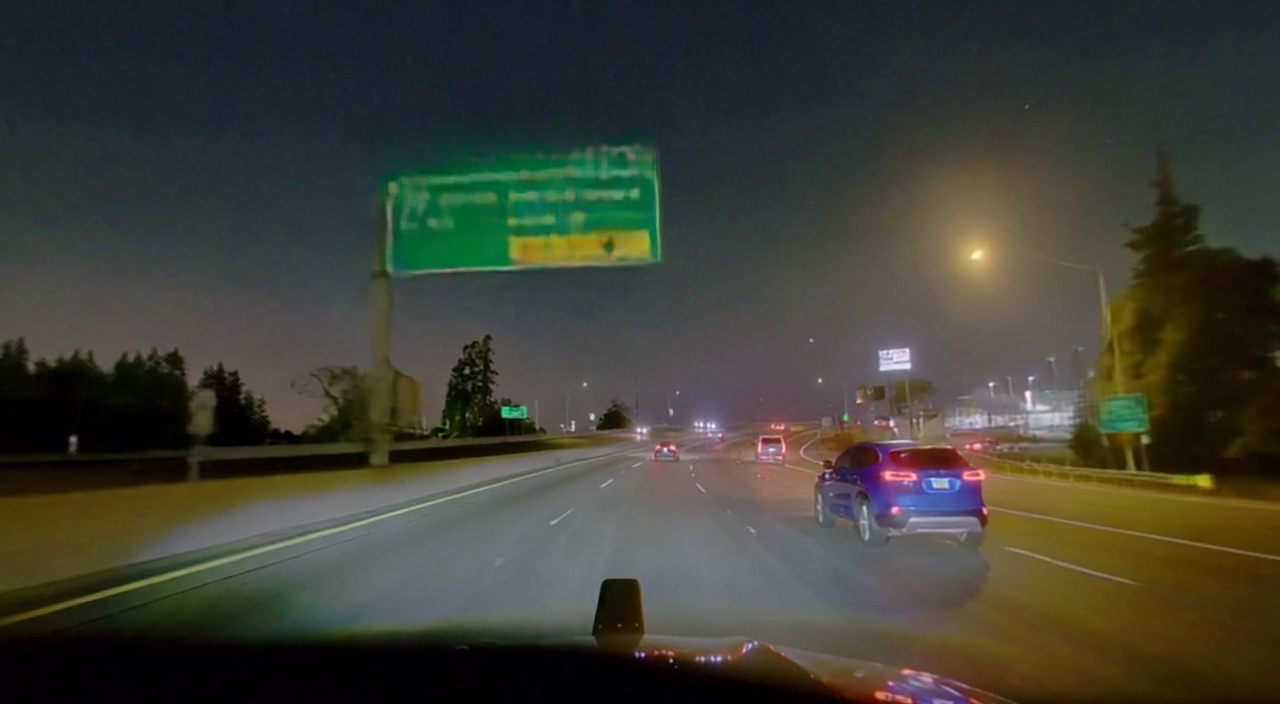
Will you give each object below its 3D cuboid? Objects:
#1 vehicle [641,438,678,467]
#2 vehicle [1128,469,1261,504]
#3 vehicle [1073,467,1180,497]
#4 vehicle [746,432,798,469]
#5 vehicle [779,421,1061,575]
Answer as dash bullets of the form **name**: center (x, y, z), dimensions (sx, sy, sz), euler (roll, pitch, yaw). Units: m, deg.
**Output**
- **vehicle**: center (1.360, 6.556, 41.365), dimensions (2.181, 1.768, 4.383), euler (-1, -8, 5)
- **vehicle**: center (29.769, 7.238, 34.081), dimensions (4.780, 1.646, 2.120), euler (-4, -9, 13)
- **vehicle**: center (28.918, 7.784, 37.727), dimensions (4.550, 1.450, 1.876), euler (-5, -6, 17)
- **vehicle**: center (8.570, 6.483, 41.693), dimensions (2.526, 2.230, 6.190), euler (0, -8, 4)
- **vehicle**: center (3.538, 1.910, 9.113), dimensions (2.097, 1.659, 4.320), euler (0, -8, 0)
